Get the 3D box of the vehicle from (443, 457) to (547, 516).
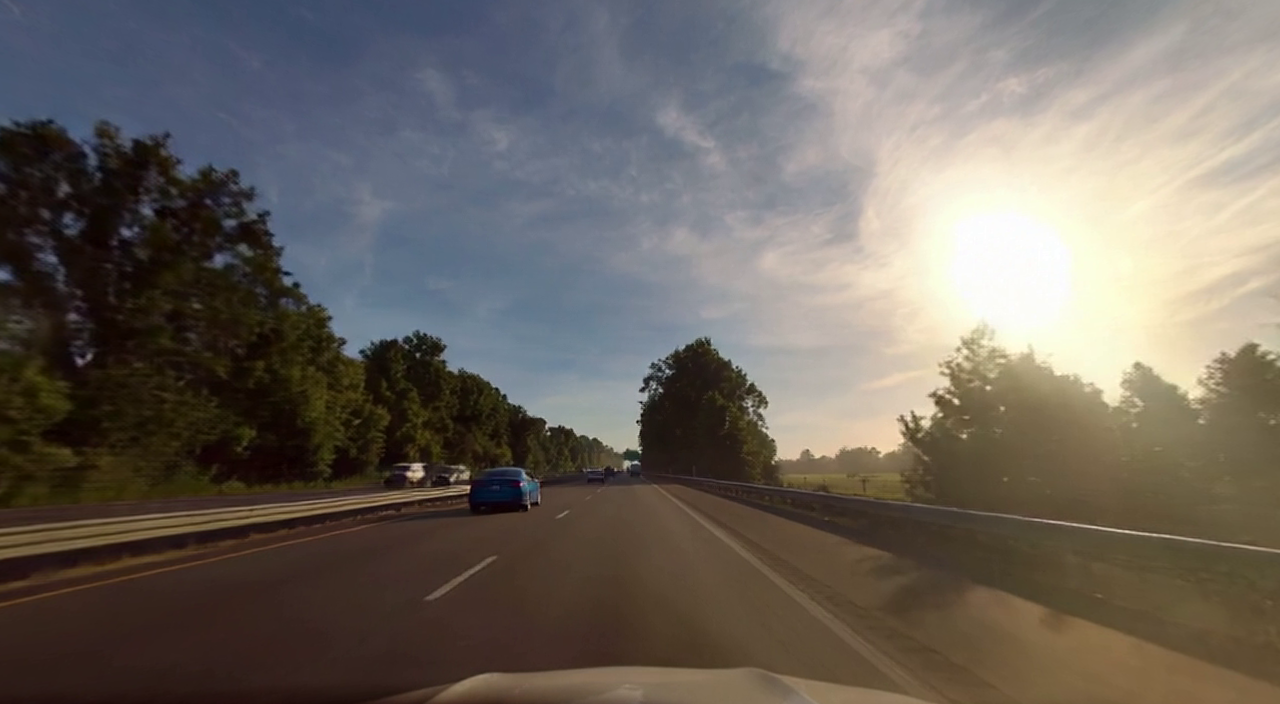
[{"bbox_3d":[-4.269,4.083,19.367,2.040,1.525,4.603,1,-11,1],"label":"vehicle"}]
